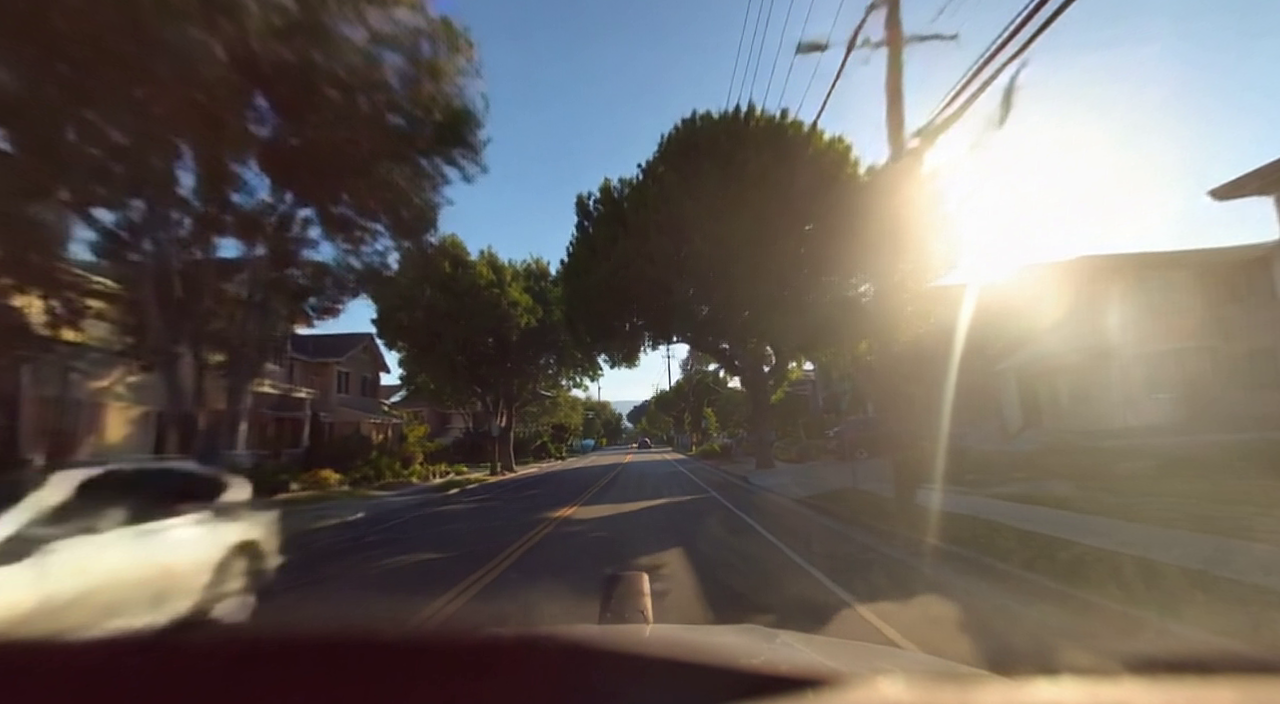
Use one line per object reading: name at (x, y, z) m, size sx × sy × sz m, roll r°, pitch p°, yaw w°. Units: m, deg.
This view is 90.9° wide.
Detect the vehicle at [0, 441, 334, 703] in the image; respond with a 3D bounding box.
vehicle at (-3.894, 1.288, 3.614) m, size 2.028 × 1.488 × 4.392 m, roll -1°, pitch -9°, yaw 1°

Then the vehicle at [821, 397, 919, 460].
vehicle at (7.806, 2.735, 21.907) m, size 1.878 × 1.743 × 4.556 m, roll -7°, pitch -9°, yaw 4°
